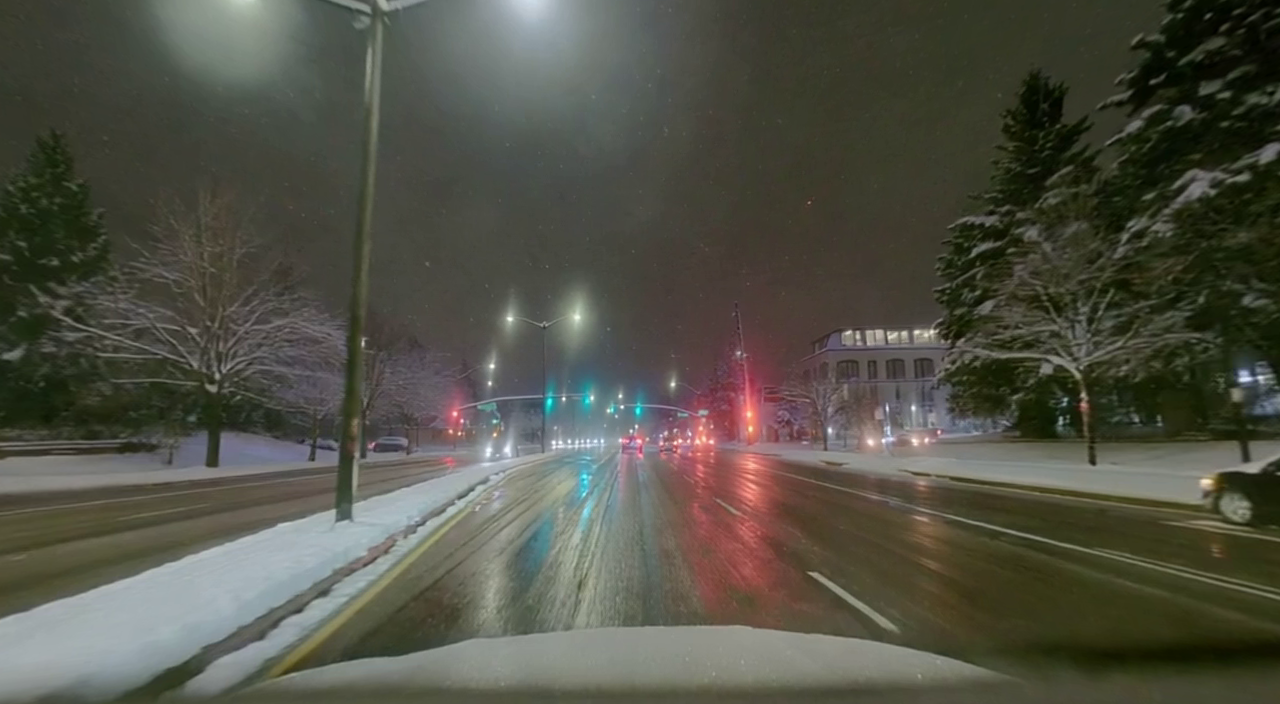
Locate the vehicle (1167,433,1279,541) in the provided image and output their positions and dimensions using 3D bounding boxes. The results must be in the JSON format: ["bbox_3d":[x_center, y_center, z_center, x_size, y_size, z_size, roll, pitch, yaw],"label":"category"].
[{"bbox_3d":[10.244,1.853,8.471,1.980,1.543,5.090,0,-8,0],"label":"vehicle"}]
